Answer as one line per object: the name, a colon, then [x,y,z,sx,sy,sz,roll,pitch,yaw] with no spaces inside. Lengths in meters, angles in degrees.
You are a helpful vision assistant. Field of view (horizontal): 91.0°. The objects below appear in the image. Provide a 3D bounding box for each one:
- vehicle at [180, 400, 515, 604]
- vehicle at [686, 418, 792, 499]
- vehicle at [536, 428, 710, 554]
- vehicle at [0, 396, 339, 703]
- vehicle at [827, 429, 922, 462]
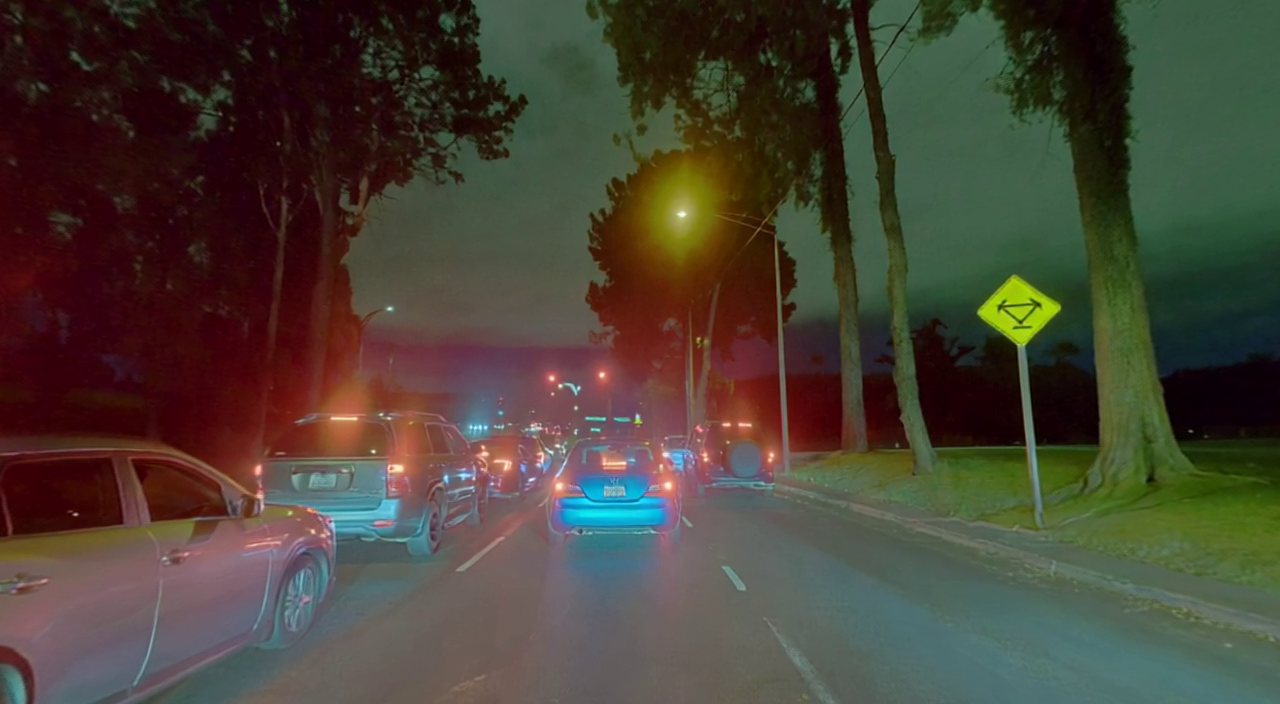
vehicle: [-2.891,1.575,7.446,1.964,1.712,4.097,0,-8,0]
vehicle: [2.456,2.805,16.872,2.059,1.864,4.541,0,-8,-1]
vehicle: [-0.251,1.916,9.336,2.025,1.453,3.848,0,-8,-2]
vehicle: [-2.947,0.840,1.623,1.974,1.484,4.716,0,-8,1]
vehicle: [11.373,4.556,30.693,3.883,1.534,1.779,0,-8,2]
